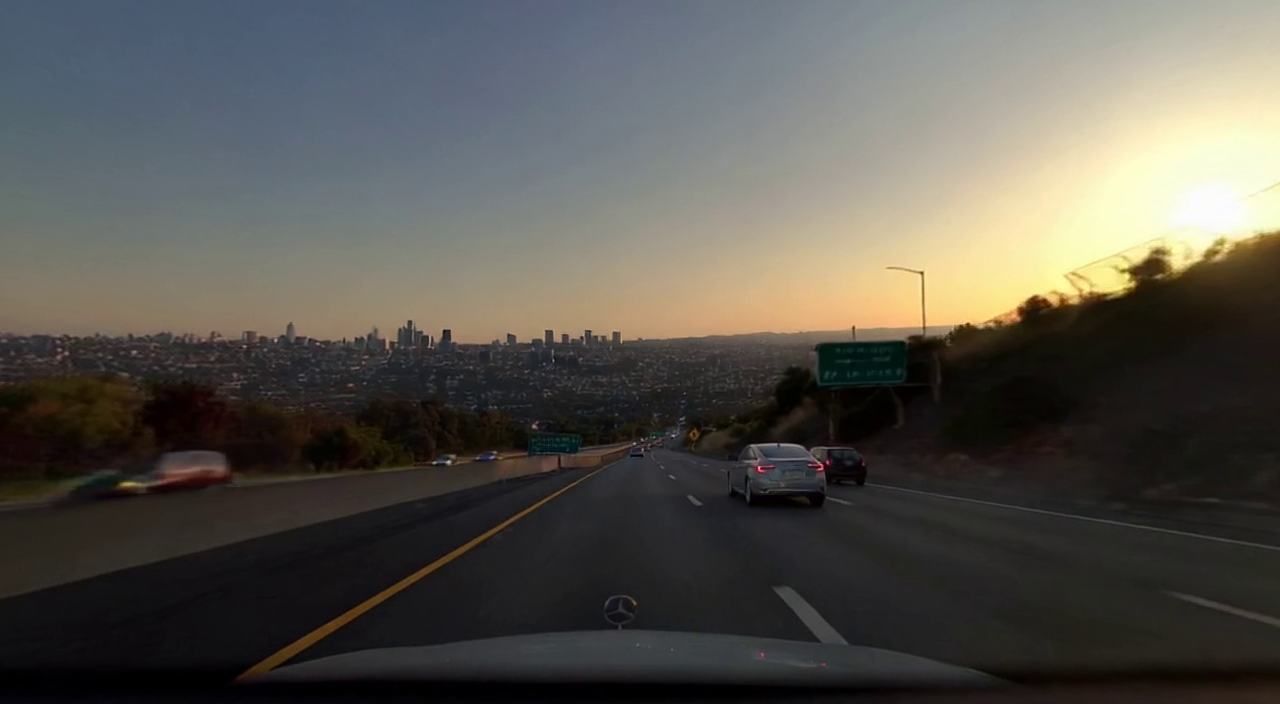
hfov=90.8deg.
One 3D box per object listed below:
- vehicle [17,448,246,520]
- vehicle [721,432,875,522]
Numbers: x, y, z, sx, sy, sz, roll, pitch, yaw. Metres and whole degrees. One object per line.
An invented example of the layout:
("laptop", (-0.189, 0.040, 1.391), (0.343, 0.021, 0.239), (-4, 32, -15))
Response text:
("vehicle", (-13.696, 3.524, 17.548), (2.161, 1.666, 4.887), (0, -8, 2))
("vehicle", (3.031, 2.506, 13.290), (1.982, 1.533, 4.612), (0, -8, -1))
